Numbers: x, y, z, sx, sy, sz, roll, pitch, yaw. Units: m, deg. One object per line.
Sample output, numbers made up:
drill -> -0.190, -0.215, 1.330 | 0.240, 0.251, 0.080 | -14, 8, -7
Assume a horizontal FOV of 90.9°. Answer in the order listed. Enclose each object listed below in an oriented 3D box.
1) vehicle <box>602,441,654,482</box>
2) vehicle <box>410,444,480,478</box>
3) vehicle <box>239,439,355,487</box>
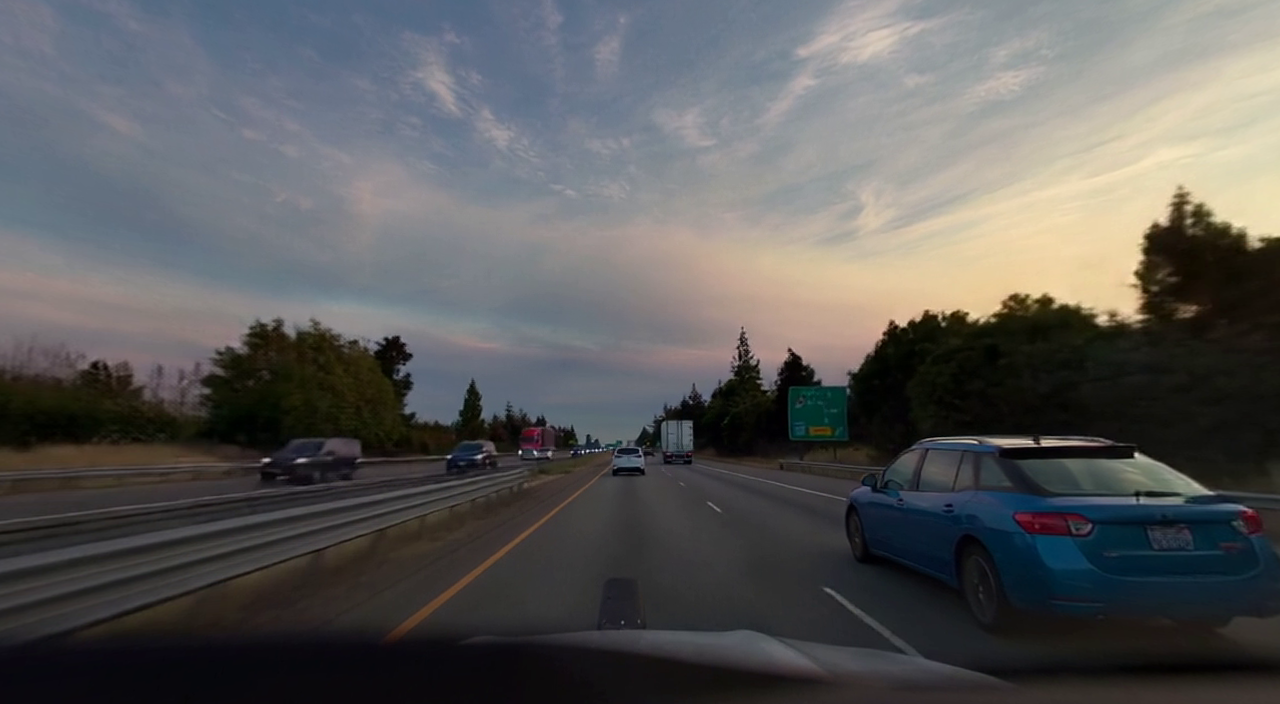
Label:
vehicle -> -0.545, 5.008, 29.050 | 2.190, 1.706, 4.062 | 0, -9, -1
vehicle -> -9.209, 5.182, 30.220 | 1.985, 1.493, 4.492 | 0, -9, -1
vehicle -> -12.456, 4.041, 23.260 | 1.893, 1.583, 4.236 | 0, -9, 0
